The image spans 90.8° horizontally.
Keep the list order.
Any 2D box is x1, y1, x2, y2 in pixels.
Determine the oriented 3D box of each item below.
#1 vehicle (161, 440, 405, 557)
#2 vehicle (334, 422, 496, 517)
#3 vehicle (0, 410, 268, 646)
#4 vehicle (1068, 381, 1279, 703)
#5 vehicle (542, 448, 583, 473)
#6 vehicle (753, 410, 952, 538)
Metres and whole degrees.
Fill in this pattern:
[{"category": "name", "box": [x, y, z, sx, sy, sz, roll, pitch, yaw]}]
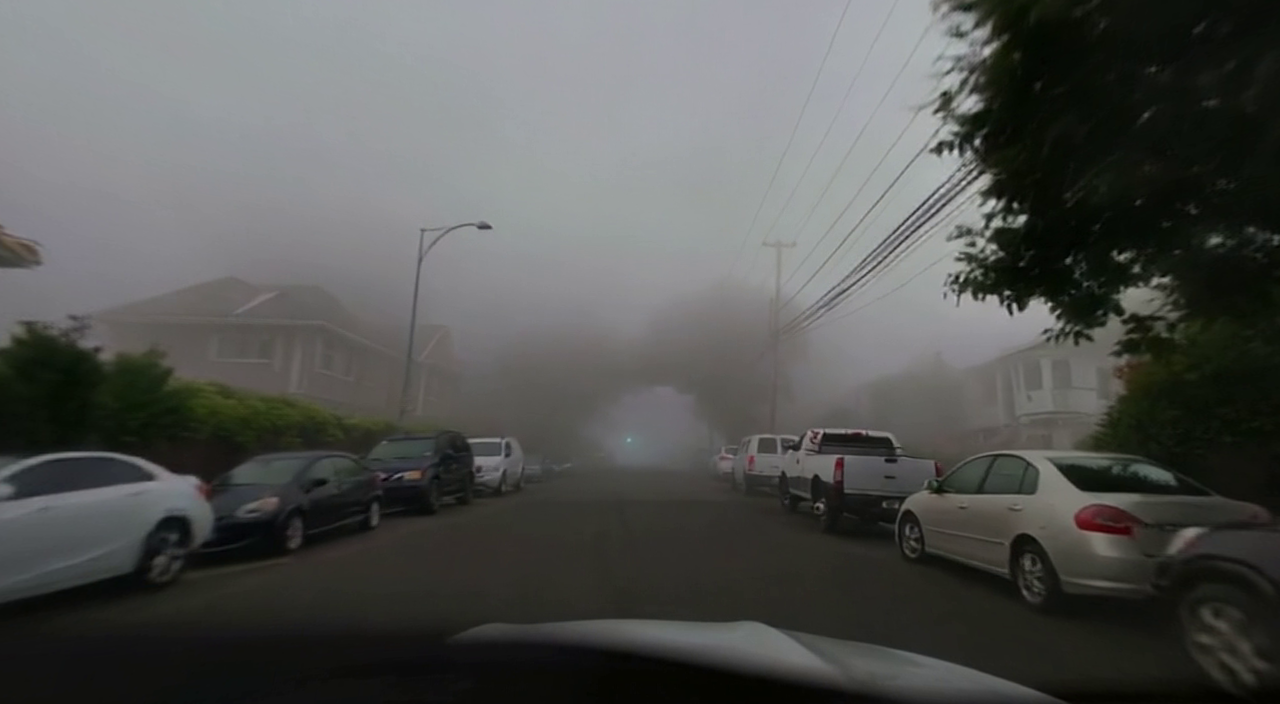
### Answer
[{"category": "vehicle", "box": [-5.351, 2.190, 10.129, 1.745, 1.502, 3.648, 0, -8, 0]}, {"category": "vehicle", "box": [-5.139, 2.743, 15.306, 2.034, 1.923, 4.713, -1, -8, 2]}, {"category": "vehicle", "box": [-5.539, 1.397, 5.412, 1.909, 1.675, 4.442, 0, -8, 1]}, {"category": "vehicle", "box": [4.312, 0.932, 2.213, 2.055, 1.763, 5.134, 5, -10, 0]}, {"category": "vehicle", "box": [-4.677, 6.593, 38.579, 1.958, 1.359, 4.357, 0, -8, 0]}, {"category": "vehicle", "box": [3.968, 2.398, 13.079, 2.237, 2.071, 5.332, 0, -8, 0]}]
